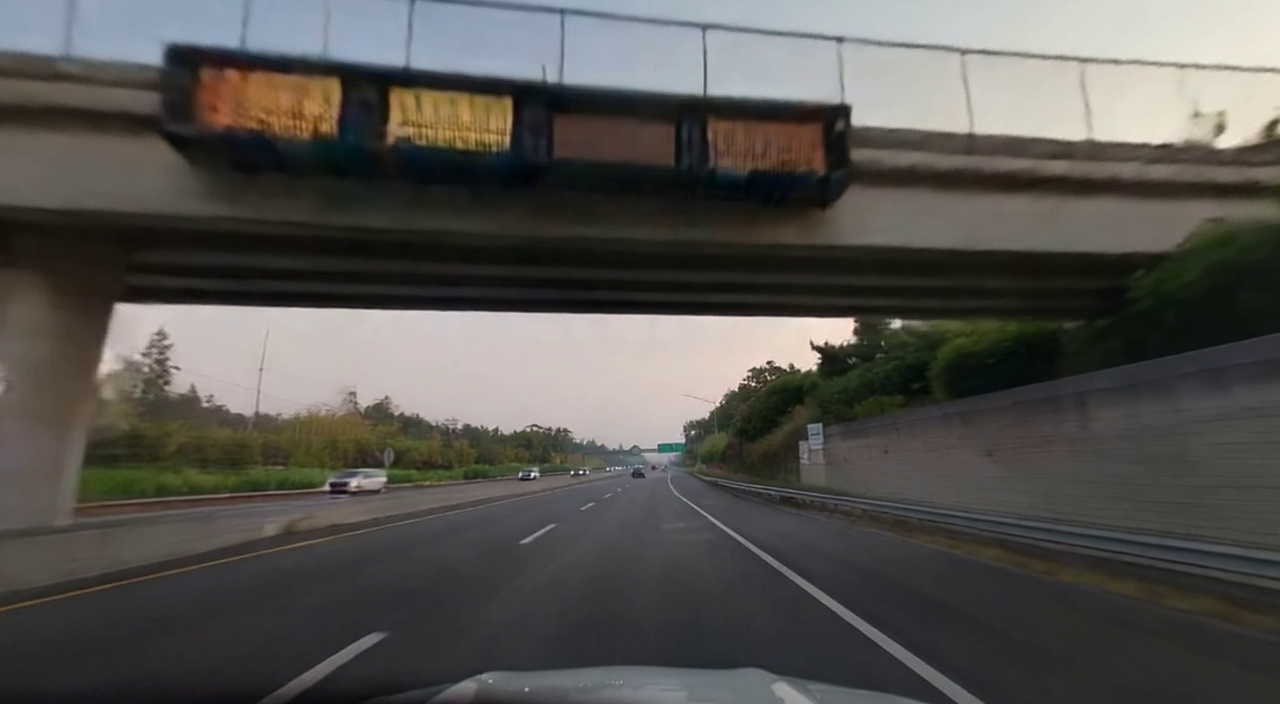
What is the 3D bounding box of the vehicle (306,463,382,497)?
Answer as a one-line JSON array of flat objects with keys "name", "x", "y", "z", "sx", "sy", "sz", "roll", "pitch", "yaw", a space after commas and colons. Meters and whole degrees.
[{"name": "vehicle", "x": -14.441, "y": 6.269, "z": 30.979, "sx": 1.948, "sy": 1.494, "sz": 3.477, "roll": 1, "pitch": -11, "yaw": 1}]
